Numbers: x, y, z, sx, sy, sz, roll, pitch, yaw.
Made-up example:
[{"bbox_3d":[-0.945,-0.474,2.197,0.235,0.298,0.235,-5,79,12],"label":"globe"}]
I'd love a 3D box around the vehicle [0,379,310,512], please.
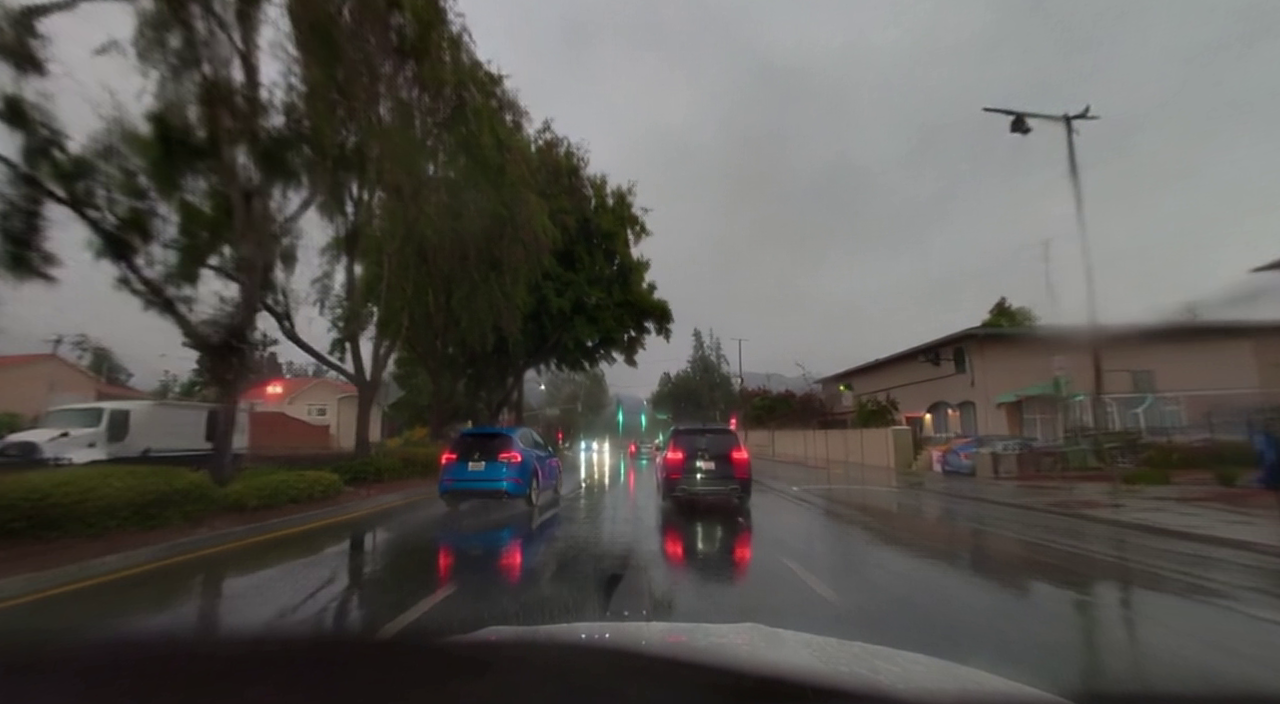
[{"bbox_3d":[-15.077,3.055,20.524,2.901,3.276,9.720,-1,-9,4],"label":"vehicle"}]

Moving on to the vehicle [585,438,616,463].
[{"bbox_3d":[-2.909,7.393,47.190,2.014,1.755,4.360,0,-9,1],"label":"vehicle"}]

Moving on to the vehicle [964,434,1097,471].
[{"bbox_3d":[19.222,4.966,31.339,2.320,1.592,5.103,2,-8,-24],"label":"vehicle"}]

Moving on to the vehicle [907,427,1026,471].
[{"bbox_3d":[15.966,4.720,31.135,2.032,1.877,4.876,1,-7,-25],"label":"vehicle"}]

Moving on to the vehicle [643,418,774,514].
[{"bbox_3d":[1.285,2.454,13.940,2.280,1.747,4.361,0,-9,-2],"label":"vehicle"}]

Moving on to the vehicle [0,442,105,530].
[{"bbox_3d":[-11.928,2.259,10.516,1.923,1.490,4.501,-1,-9,2],"label":"vehicle"}]

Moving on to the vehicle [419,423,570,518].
[{"bbox_3d":[-2.882,2.494,13.735,2.043,1.687,4.676,-1,-9,2],"label":"vehicle"}]
